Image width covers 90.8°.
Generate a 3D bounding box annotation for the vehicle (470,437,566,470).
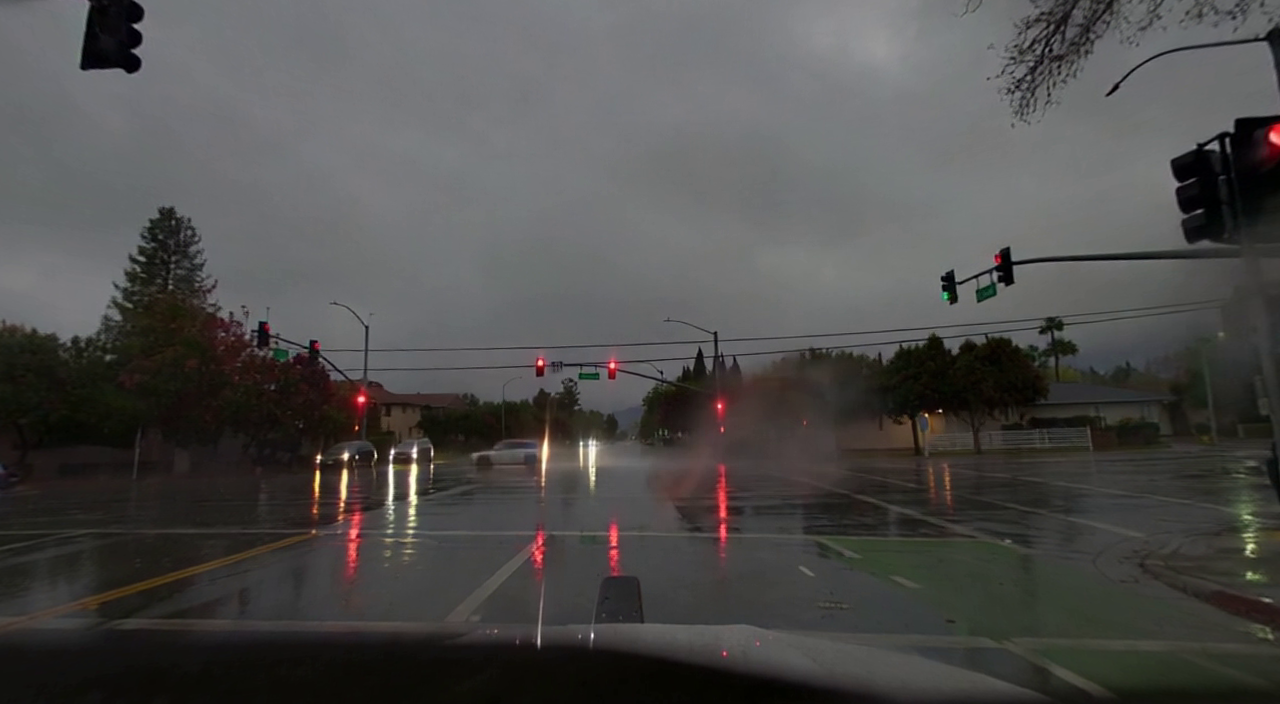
[{"bbox_3d":[-6.532,5.478,34.125,4.706,1.710,1.932,-1,-8,4],"label":"vehicle"}]
